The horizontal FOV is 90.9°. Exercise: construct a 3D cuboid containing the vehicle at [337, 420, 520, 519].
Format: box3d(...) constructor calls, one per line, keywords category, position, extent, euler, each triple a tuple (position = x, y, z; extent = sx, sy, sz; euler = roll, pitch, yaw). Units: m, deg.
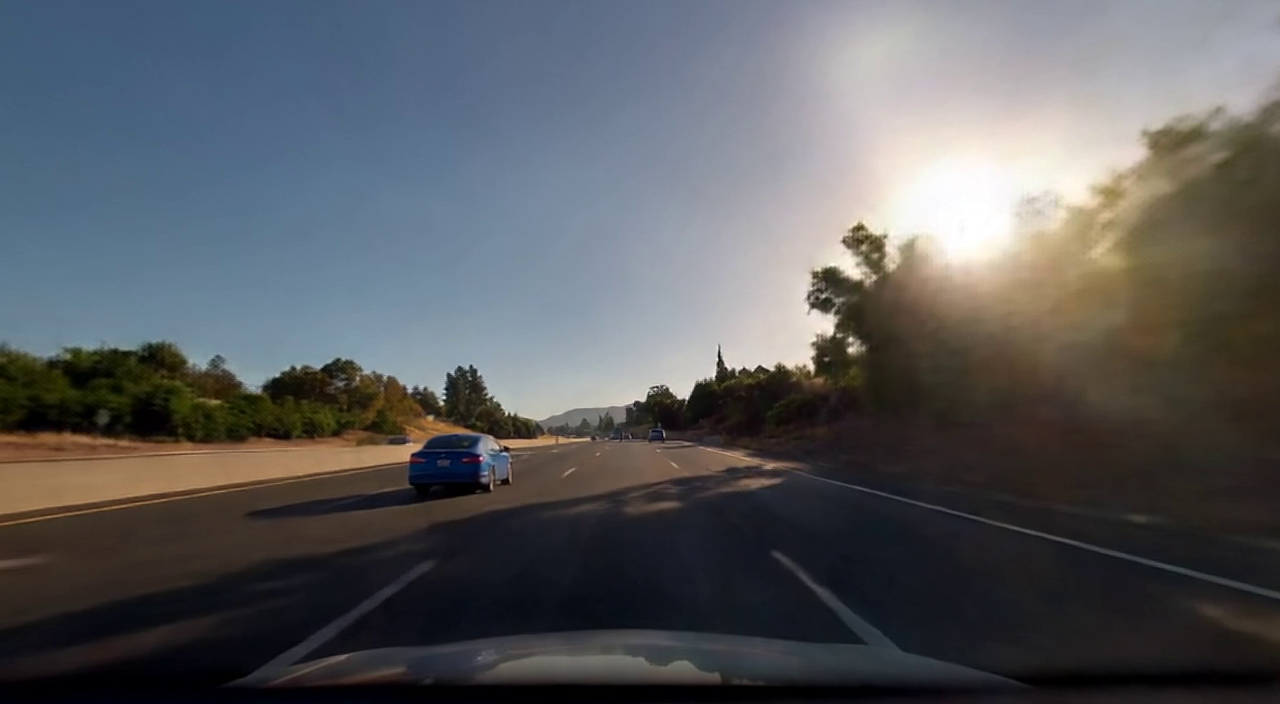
box3d(category="vehicle", position=(-3.722, 2.127, 12.042), extent=(2.026, 1.517, 4.325), euler=(0, -8, 0))
